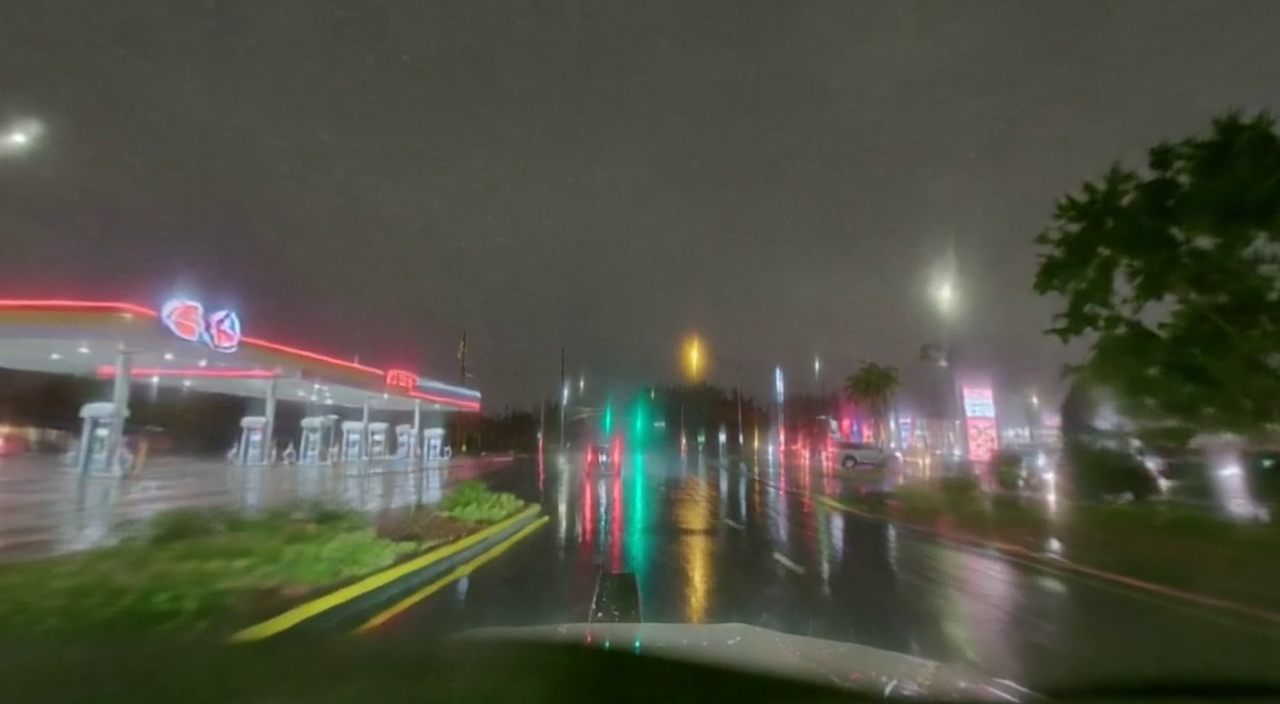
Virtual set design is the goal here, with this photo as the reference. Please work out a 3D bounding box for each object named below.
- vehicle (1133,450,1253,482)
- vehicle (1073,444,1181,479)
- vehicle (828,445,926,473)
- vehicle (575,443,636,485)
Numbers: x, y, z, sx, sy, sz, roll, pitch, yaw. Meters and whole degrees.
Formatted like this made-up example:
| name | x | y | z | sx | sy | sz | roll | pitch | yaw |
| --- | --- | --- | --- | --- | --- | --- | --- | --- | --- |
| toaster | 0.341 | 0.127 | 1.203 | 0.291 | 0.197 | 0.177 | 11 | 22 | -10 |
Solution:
| name | x | y | z | sx | sy | sz | roll | pitch | yaw |
| --- | --- | --- | --- | --- | --- | --- | --- | --- | --- |
| vehicle | 28.803 | 5.940 | 33.016 | 4.377 | 1.633 | 1.834 | 0 | -9 | 2 |
| vehicle | 27.261 | 6.126 | 35.446 | 4.381 | 1.892 | 1.942 | 1 | -9 | -2 |
| vehicle | 14.805 | 6.708 | 39.662 | 5.317 | 1.700 | 1.901 | 0 | -9 | 0 |
| vehicle | -1.513 | 4.560 | 25.800 | 2.073 | 1.525 | 4.809 | 2 | -10 | -8 |
